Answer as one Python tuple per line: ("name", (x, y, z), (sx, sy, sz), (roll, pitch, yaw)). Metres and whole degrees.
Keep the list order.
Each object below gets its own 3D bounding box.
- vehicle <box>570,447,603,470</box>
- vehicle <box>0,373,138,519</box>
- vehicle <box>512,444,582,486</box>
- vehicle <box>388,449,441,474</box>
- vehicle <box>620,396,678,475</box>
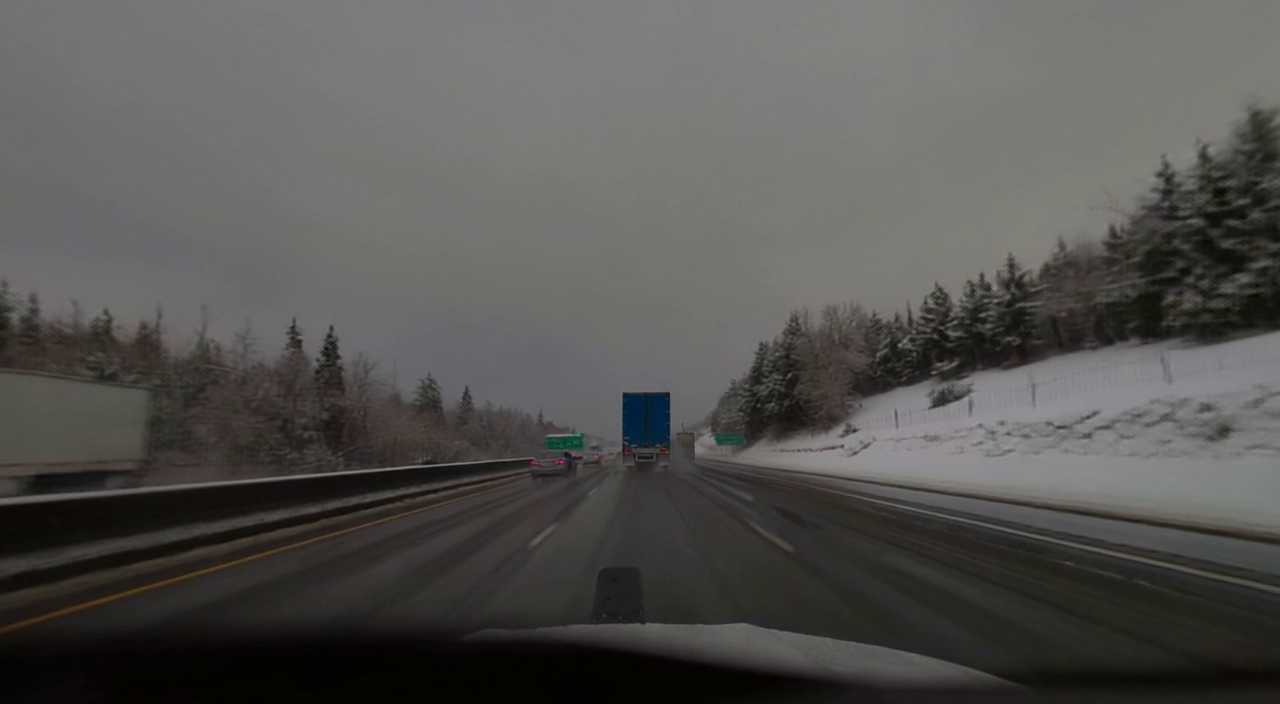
("vehicle", (-3.737, 7.513, 44.876), (2.051, 1.537, 4.111), (0, -9, -1))
("vehicle", (-19.550, 2.253, 15.200), (2.924, 4.077, 14.552), (0, -9, 0))
("vehicle", (-3.593, 4.446, 25.220), (2.053, 1.489, 4.740), (0, -9, 0))
("vehicle", (-15.485, 7.531, 43.592), (1.964, 1.637, 4.391), (0, -9, 0))
("vehicle", (0.414, 5.103, 37.928), (2.919, 4.048, 11.010), (0, -9, 0))
